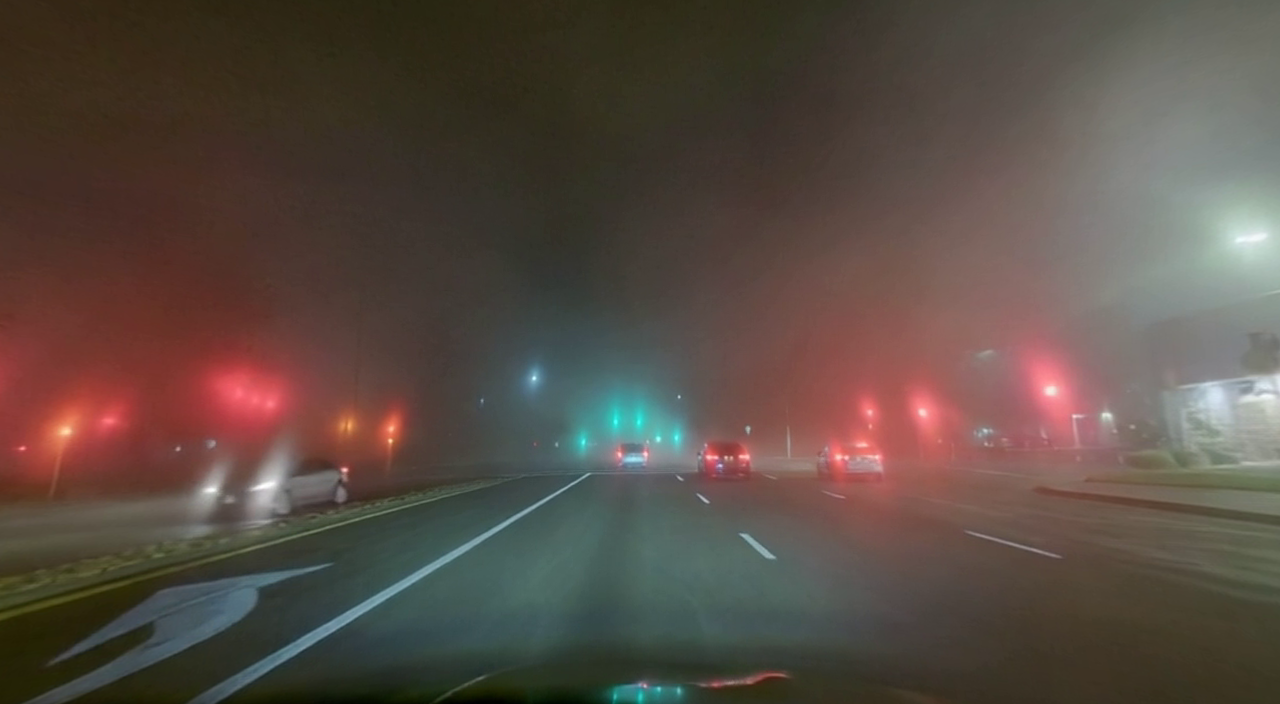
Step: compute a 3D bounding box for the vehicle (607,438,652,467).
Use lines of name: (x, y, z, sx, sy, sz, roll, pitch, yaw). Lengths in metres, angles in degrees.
vehicle: (-0.510, 5.353, 33.828, 2.242, 1.474, 4.127, 0, -8, 0)

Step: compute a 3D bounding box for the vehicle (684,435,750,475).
vehicle: (3.065, 4.210, 26.076, 2.057, 1.491, 4.675, 0, -8, -1)

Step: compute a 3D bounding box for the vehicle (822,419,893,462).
vehicle: (13.248, 5.428, 38.717, 3.340, 2.479, 2.547, 0, -8, -2)

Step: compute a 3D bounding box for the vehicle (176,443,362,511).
vehicle: (-9.536, 3.207, 16.823, 2.140, 1.549, 4.590, 0, -8, 0)
